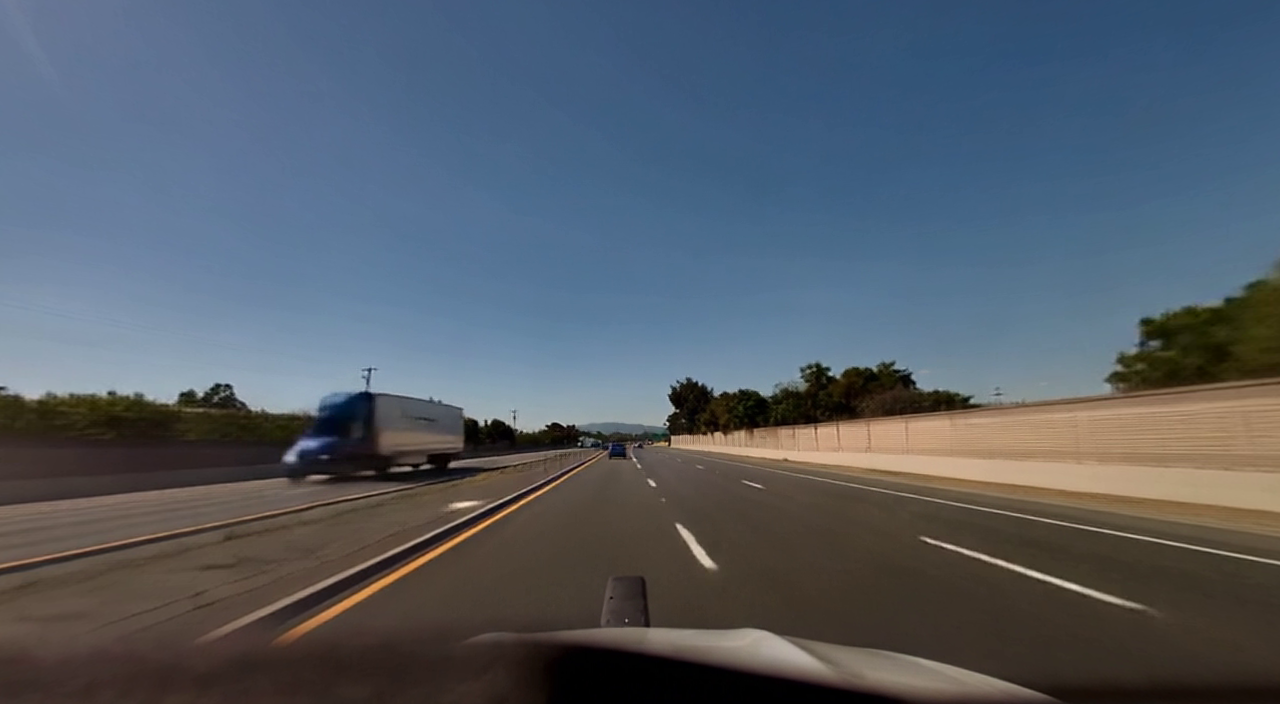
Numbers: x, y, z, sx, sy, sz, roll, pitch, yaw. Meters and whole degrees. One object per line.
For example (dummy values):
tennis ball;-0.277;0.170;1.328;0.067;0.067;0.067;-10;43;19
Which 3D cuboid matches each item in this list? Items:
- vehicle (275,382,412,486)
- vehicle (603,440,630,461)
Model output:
vehicle;-12.458;3.554;27.181;2.992;3.963;6.037;0;-8;-2
vehicle;-1.752;7.506;48.131;2.009;1.554;4.013;0;-8;-1
